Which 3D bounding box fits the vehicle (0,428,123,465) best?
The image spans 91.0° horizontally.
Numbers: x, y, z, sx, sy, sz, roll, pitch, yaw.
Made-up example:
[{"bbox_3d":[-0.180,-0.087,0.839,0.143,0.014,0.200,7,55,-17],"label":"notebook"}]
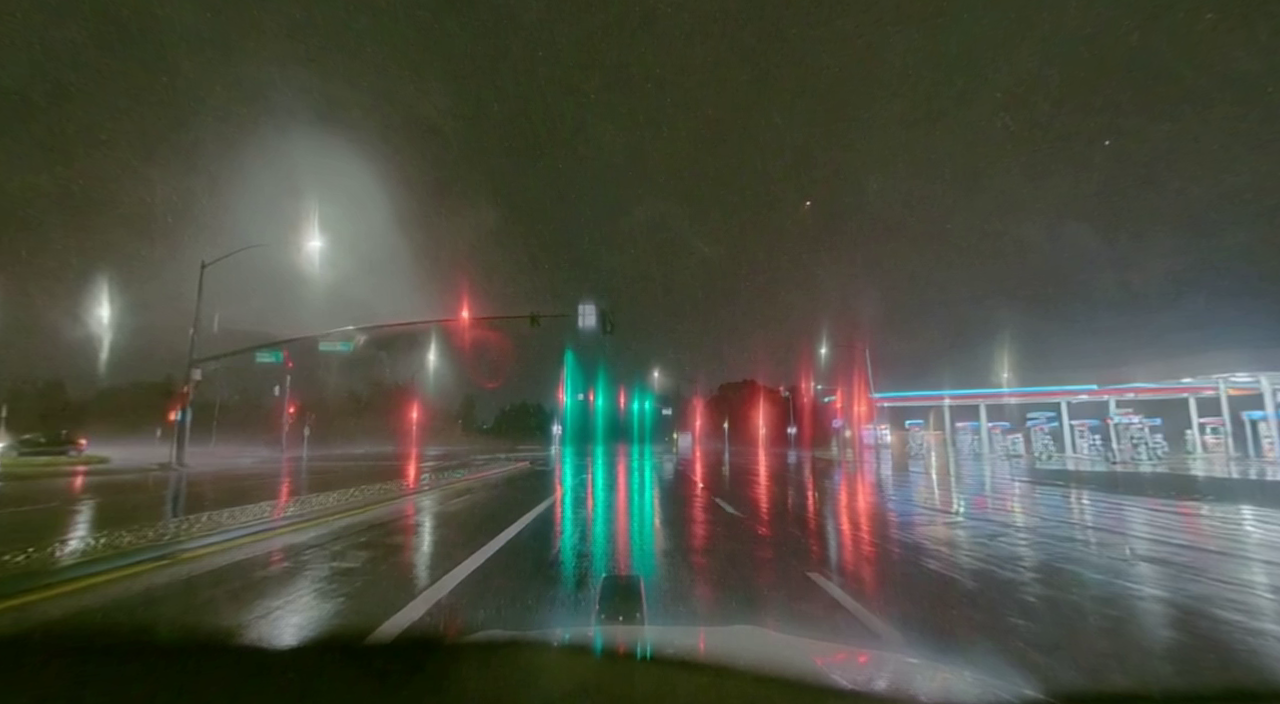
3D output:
[{"bbox_3d":[-29.738,4.777,31.967,5.089,1.762,2.060,6,-10,-34],"label":"vehicle"}]
